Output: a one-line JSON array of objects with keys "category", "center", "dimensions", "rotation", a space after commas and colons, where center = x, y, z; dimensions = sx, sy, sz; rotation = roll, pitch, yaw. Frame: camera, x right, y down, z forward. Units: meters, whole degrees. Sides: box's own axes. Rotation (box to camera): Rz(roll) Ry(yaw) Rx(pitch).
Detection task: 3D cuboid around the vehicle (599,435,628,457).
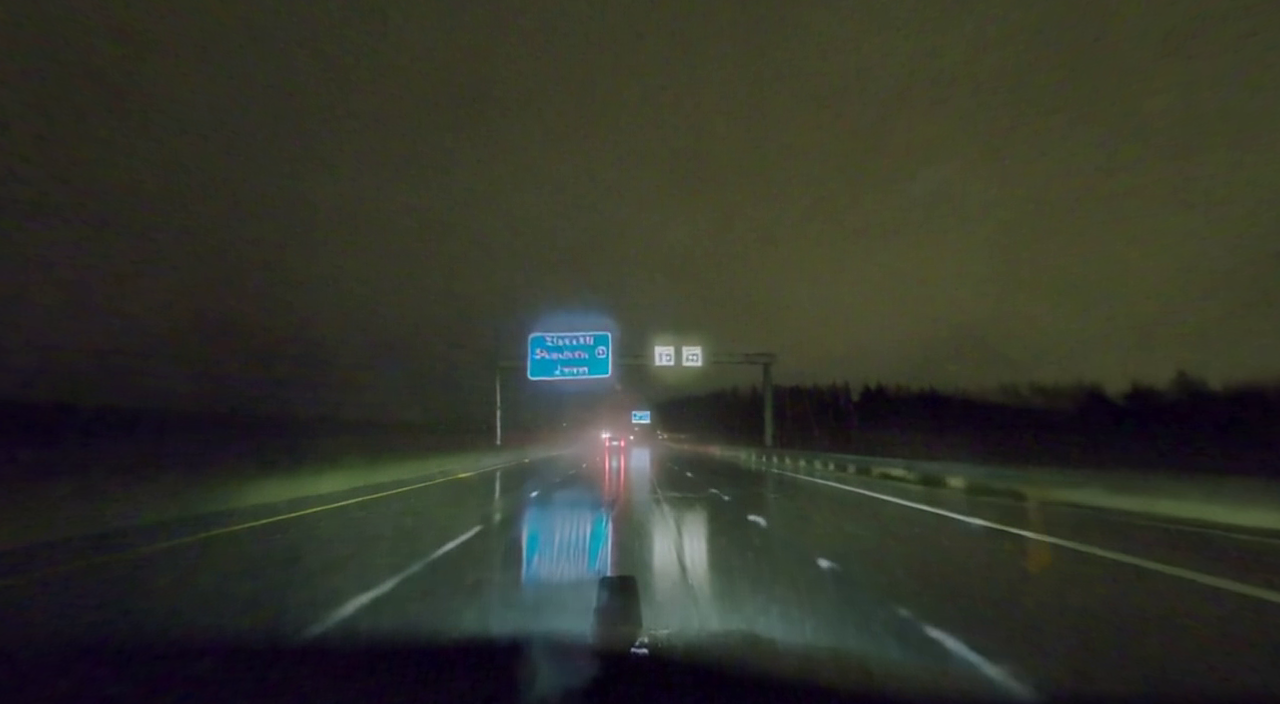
[{"category": "vehicle", "center": [-1.922, 6.915, 46.642], "dimensions": [1.993, 1.519, 4.046], "rotation": [0, -8, -1]}]
